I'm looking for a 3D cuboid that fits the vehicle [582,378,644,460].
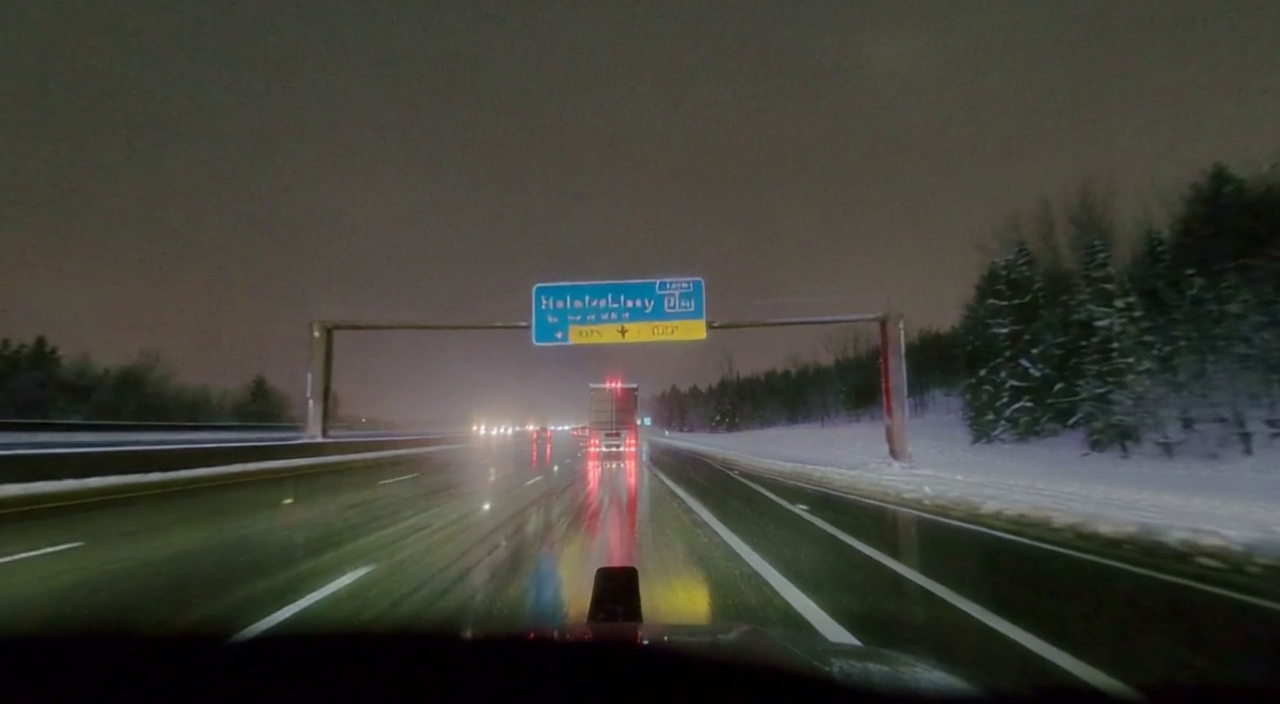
[{"bbox_3d":[-1.610,4.096,37.006,3.002,3.987,12.477,0,-8,-3],"label":"vehicle"}]
